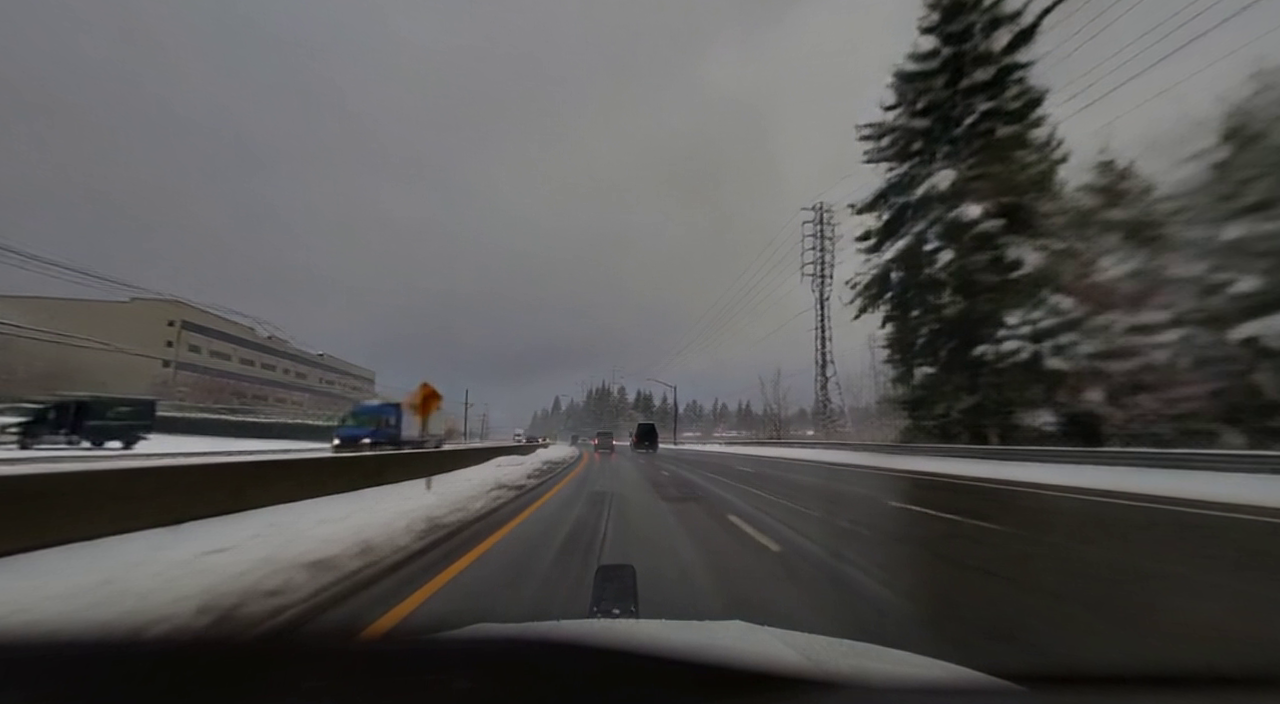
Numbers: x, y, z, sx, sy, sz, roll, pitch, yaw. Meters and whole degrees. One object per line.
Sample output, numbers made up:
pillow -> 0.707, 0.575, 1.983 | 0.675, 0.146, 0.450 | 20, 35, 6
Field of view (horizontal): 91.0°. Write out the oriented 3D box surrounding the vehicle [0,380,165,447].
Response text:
vehicle -> -32.754, 3.725, 35.980 | 2.782, 3.287, 9.814 | -1, -8, 6

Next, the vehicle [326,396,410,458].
vehicle -> -16.648, 4.686, 38.998 | 2.904, 3.494, 5.998 | 0, -8, -5
